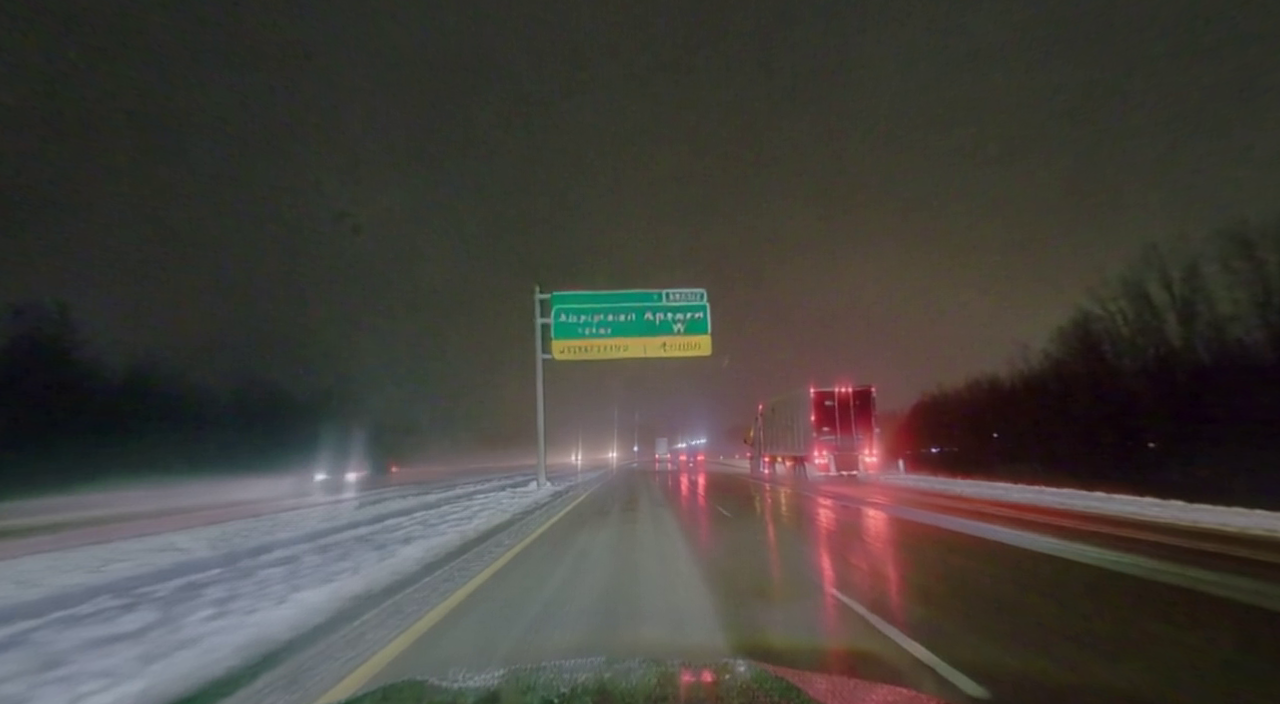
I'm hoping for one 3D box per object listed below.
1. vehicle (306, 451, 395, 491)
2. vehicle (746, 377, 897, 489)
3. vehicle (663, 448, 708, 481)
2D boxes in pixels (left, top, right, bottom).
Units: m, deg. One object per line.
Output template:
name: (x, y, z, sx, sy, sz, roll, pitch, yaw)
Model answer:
vehicle: (-11.985, 4.923, 26.349, 1.854, 1.514, 3.892, 0, -9, 0)
vehicle: (7.756, 3.996, 29.773, 2.907, 4.042, 13.858, 0, -9, 0)
vehicle: (2.285, 5.735, 32.351, 2.024, 1.579, 3.707, -1, -9, 0)
